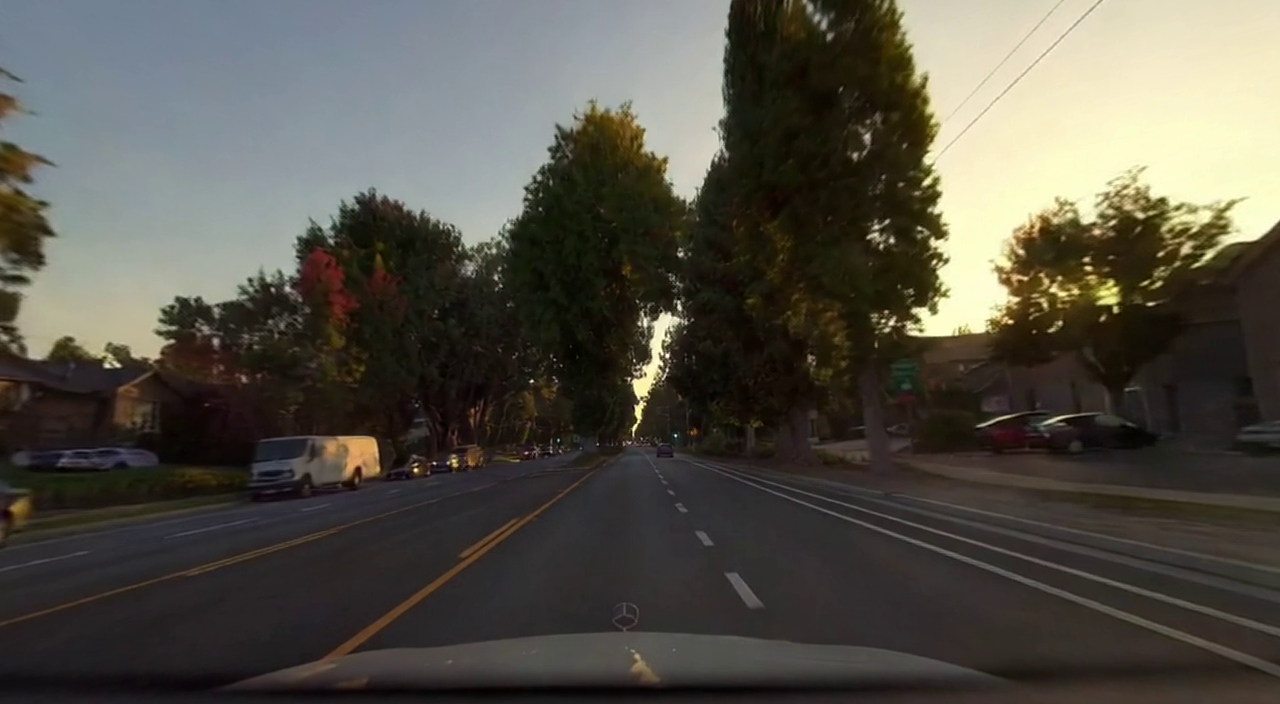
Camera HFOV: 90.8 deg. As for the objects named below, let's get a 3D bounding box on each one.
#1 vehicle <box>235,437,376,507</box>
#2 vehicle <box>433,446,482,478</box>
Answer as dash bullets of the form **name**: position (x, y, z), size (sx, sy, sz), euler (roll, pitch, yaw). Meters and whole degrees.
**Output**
- **vehicle**: position (-12.334, 4.439, 23.905), size (2.630, 2.286, 5.309), euler (-1, -9, -3)
- **vehicle**: position (-12.412, 7.514, 43.293), size (2.107, 1.950, 4.529), euler (-2, -9, 0)
